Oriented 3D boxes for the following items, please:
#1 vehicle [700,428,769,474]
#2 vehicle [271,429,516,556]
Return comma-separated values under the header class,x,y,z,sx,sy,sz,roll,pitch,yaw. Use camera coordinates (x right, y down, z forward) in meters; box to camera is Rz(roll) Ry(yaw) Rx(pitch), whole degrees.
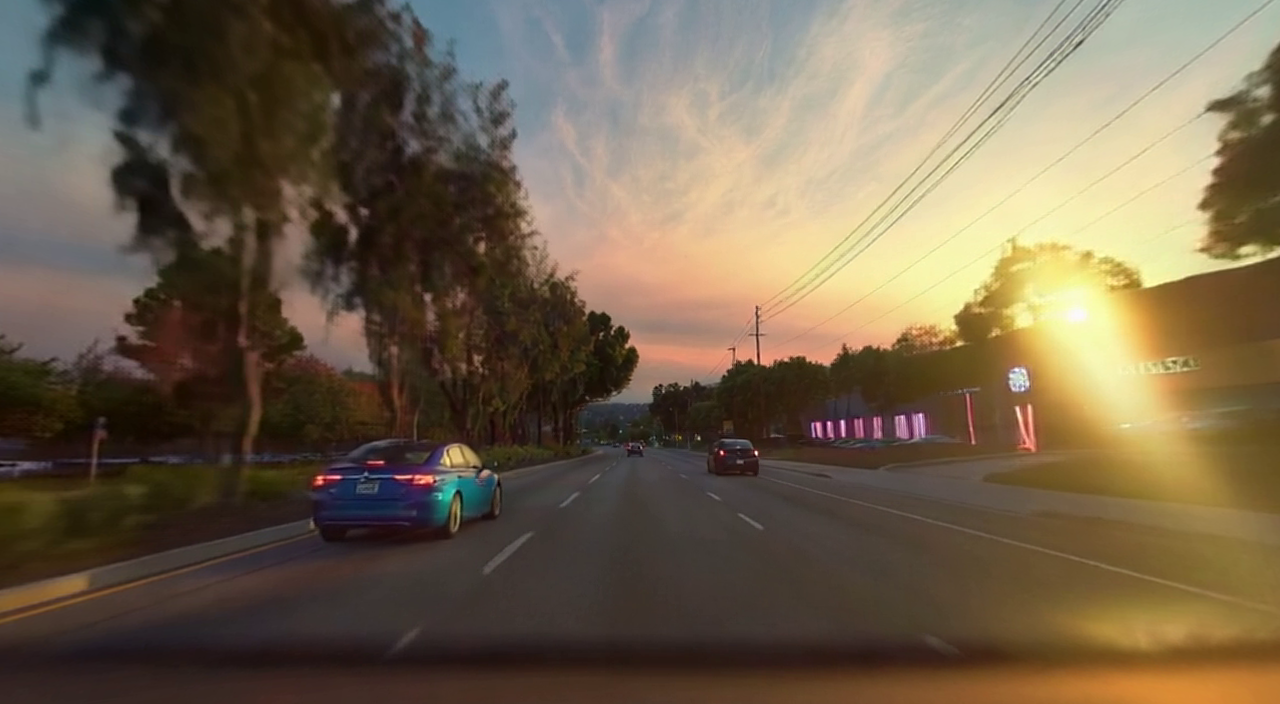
class,x,y,z,sx,sy,sz,roll,pitch,yaw
vehicle,4.500,4.835,31.096,2.476,2.016,5.586,0,-8,0
vehicle,-3.293,1.952,9.561,2.017,1.470,4.293,0,-8,-1
